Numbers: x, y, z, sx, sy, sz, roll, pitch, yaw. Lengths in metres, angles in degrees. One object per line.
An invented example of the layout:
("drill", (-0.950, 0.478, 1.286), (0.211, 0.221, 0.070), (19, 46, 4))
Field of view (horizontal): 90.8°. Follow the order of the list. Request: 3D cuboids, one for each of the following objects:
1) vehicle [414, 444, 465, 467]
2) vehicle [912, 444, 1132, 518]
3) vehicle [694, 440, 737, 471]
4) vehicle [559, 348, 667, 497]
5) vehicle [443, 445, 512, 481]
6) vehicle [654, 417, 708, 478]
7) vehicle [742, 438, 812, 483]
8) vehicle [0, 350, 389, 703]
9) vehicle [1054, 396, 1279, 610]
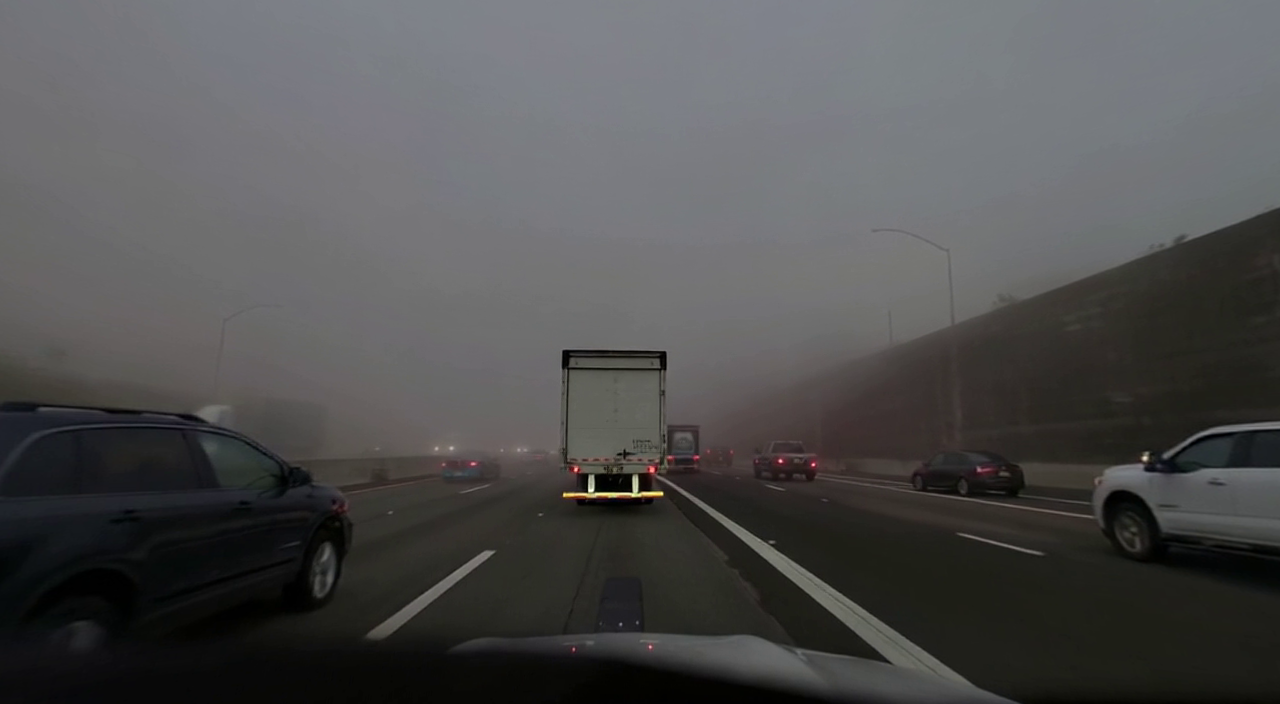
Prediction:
("vehicle", (-13.787, 7.117, 43.763), (2.120, 1.496, 4.655), (0, -8, -2))
("vehicle", (8.800, 2.989, 15.280), (2.002, 1.472, 4.950), (0, -9, -4))
("vehicle", (5.475, 7.617, 46.645), (2.297, 2.116, 5.052), (0, -9, -2))
("vehicle", (-0.755, 2.708, 22.636), (2.906, 4.040, 10.743), (0, -9, 0))
("vehicle", (-7.334, 5.047, 29.074), (1.973, 1.471, 4.779), (0, -9, -1))
("vehicle", (2.473, 6.218, 41.028), (2.669, 3.491, 8.645), (0, -9, -1))
("vehicle", (6.260, 5.036, 29.530), (2.070, 1.888, 4.546), (0, -9, -2))
("vehicle", (-3.335, 1.069, 3.872), (1.946, 1.641, 4.105), (0, -9, -1))
("vehicle", (6.336, 1.259, 5.366), (2.188, 1.731, 5.031), (0, -9, 0))
